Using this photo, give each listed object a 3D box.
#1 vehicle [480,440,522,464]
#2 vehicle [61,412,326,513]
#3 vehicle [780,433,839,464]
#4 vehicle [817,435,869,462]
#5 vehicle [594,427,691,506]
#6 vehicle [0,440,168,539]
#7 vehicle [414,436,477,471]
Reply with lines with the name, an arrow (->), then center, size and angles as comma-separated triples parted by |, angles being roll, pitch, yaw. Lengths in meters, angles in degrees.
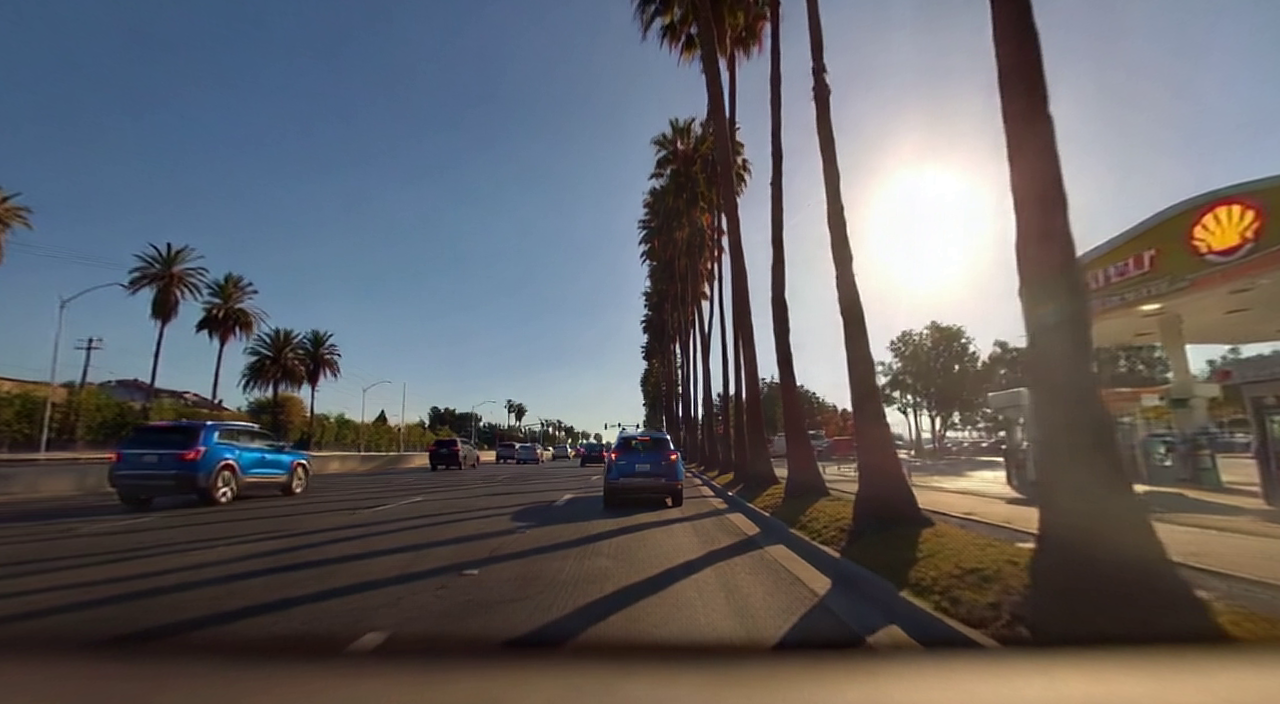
vehicle -> -10.471, 7.570, 47.726 | 1.998, 1.731, 4.952 | 0, -8, 0
vehicle -> -9.959, 2.530, 14.822 | 2.269, 1.934, 5.350 | 0, -8, 0
vehicle -> 8.268, 4.665, 30.409 | 1.837, 1.416, 3.947 | -4, -10, 28
vehicle -> 12.066, 5.746, 37.571 | 1.681, 1.503, 3.781 | 0, -8, -3
vehicle -> 0.092, 2.797, 15.752 | 2.121, 1.710, 3.893 | 0, -8, 1
vehicle -> -10.005, 2.146, 10.191 | 1.924, 1.384, 3.426 | 0, -8, 1
vehicle -> -10.562, 5.545, 34.417 | 1.965, 1.743, 4.327 | 0, -8, 1
